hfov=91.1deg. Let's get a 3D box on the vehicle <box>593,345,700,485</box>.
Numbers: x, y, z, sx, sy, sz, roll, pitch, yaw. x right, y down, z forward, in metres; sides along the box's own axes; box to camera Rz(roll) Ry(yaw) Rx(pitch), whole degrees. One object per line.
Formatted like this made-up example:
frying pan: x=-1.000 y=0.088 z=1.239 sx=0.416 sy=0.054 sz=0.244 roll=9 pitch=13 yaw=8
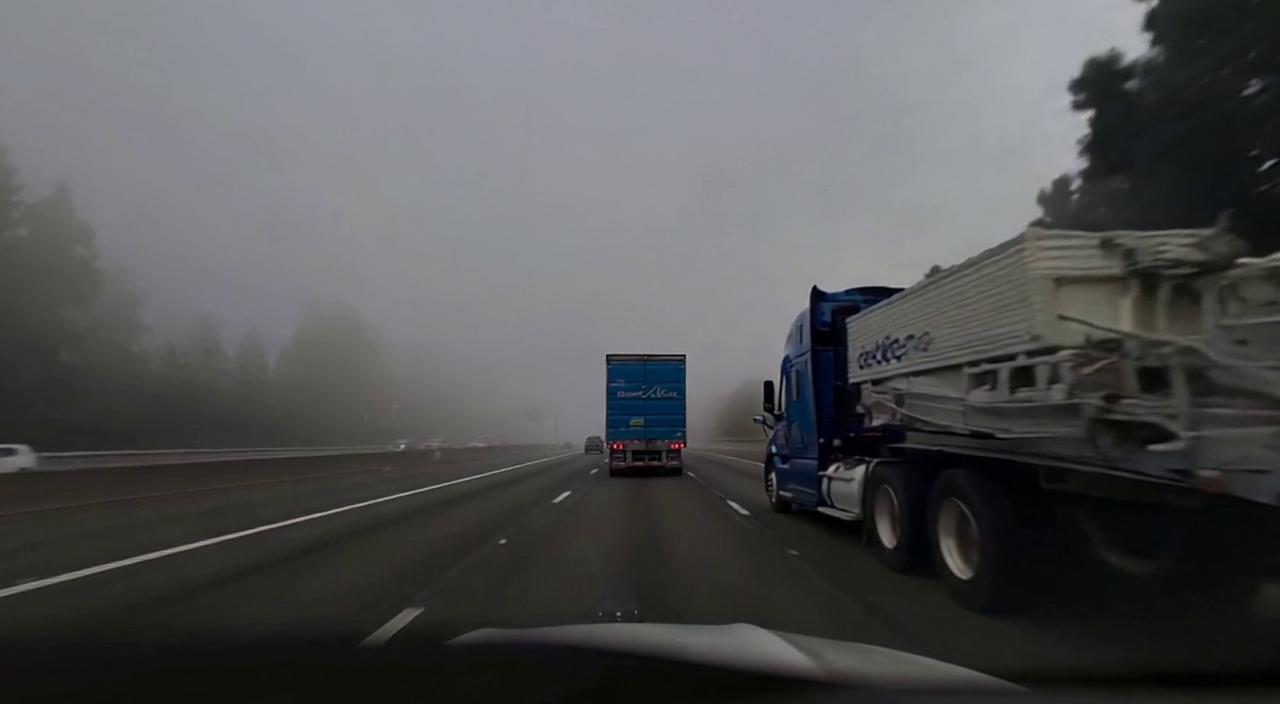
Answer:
vehicle: x=0.077 y=2.372 z=22.369 sx=2.920 sy=3.860 sz=10.035 roll=0 pitch=-8 yaw=-1
